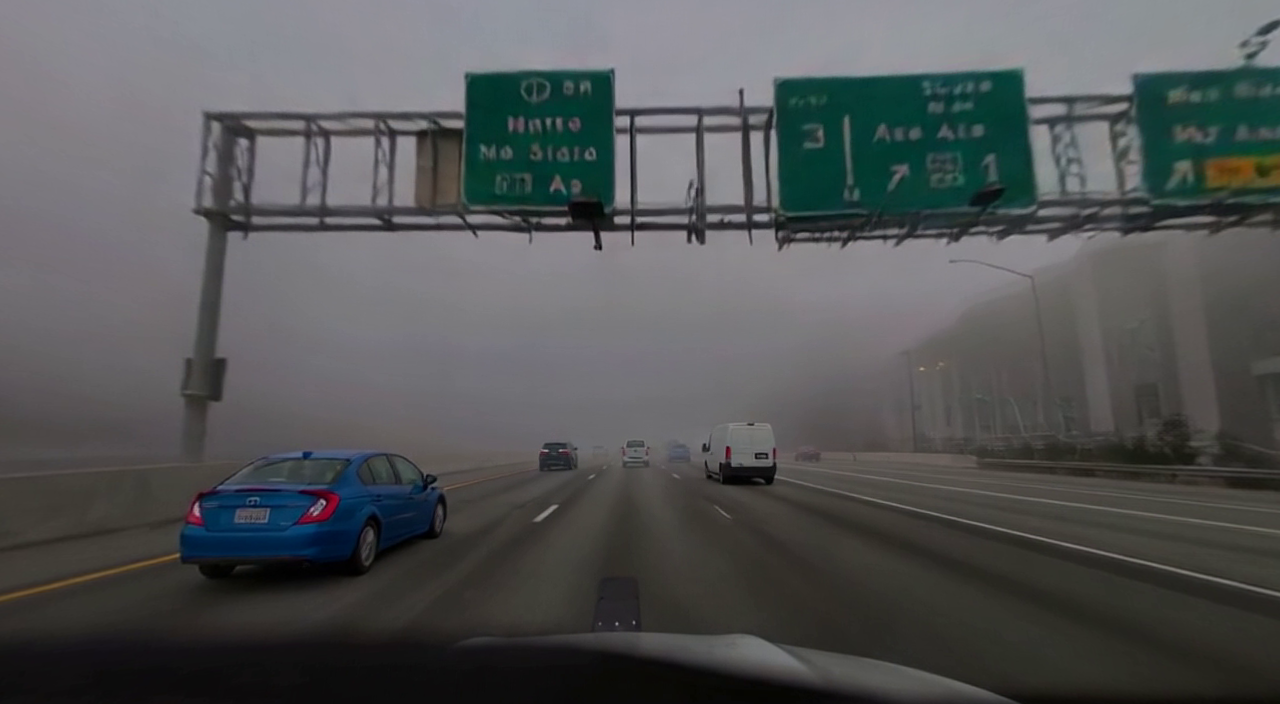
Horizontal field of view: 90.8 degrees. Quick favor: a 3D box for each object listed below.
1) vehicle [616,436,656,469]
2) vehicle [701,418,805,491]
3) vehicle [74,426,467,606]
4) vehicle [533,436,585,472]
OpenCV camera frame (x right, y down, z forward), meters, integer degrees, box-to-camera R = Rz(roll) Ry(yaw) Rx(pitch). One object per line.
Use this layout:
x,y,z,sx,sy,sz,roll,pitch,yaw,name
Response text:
-0.262,5.835,36.630,2.212,1.786,4.198,0,-9,-1,vehicle
3.562,3.406,21.219,2.250,2.074,5.723,0,-9,-2,vehicle
-3.649,1.688,7.451,1.991,1.469,4.381,0,-9,0,vehicle
-4.175,5.380,33.458,2.109,1.793,4.613,0,-9,0,vehicle
